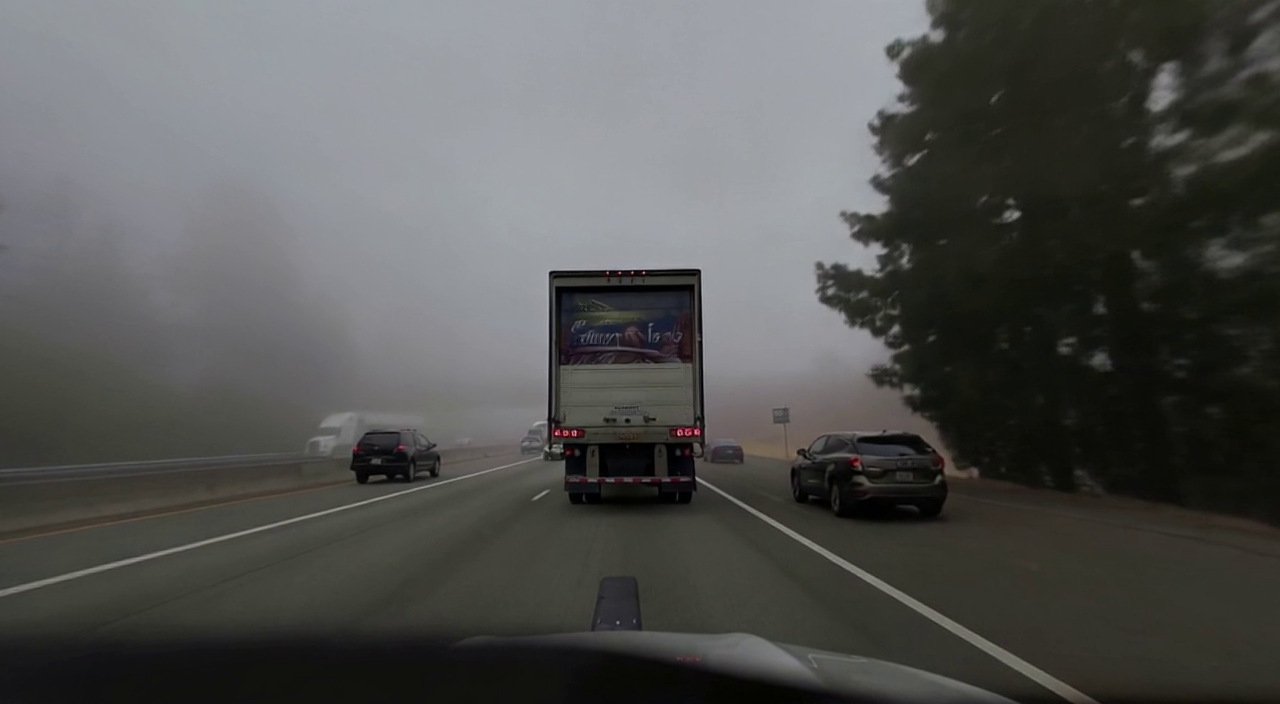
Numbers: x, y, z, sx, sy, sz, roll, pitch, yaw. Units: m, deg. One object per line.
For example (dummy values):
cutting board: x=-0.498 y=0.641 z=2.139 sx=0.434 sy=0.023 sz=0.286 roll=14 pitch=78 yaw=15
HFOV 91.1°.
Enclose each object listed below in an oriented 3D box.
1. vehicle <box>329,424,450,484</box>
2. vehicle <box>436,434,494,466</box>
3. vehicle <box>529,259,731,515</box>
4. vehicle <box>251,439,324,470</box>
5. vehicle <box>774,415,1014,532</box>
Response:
vehicle: x=-7.856 y=3.239 z=20.302 sx=2.057 sy=1.698 sz=4.550 roll=0 pitch=-8 yaw=0
vehicle: x=-8.630 y=4.823 z=31.295 sx=1.845 sy=1.488 sz=3.656 roll=0 pitch=-8 yaw=-1
vehicle: x=-0.259 y=1.127 z=14.213 sx=2.911 sy=3.787 sz=9.905 roll=0 pitch=-8 yaw=-1
vehicle: x=-20.013 y=5.818 z=35.927 sx=1.824 sy=1.606 sz=4.098 roll=0 pitch=-8 yaw=-1
vehicle: x=3.867 y=1.915 z=10.657 sx=2.003 sy=1.519 sz=4.580 roll=0 pitch=-8 yaw=-2
